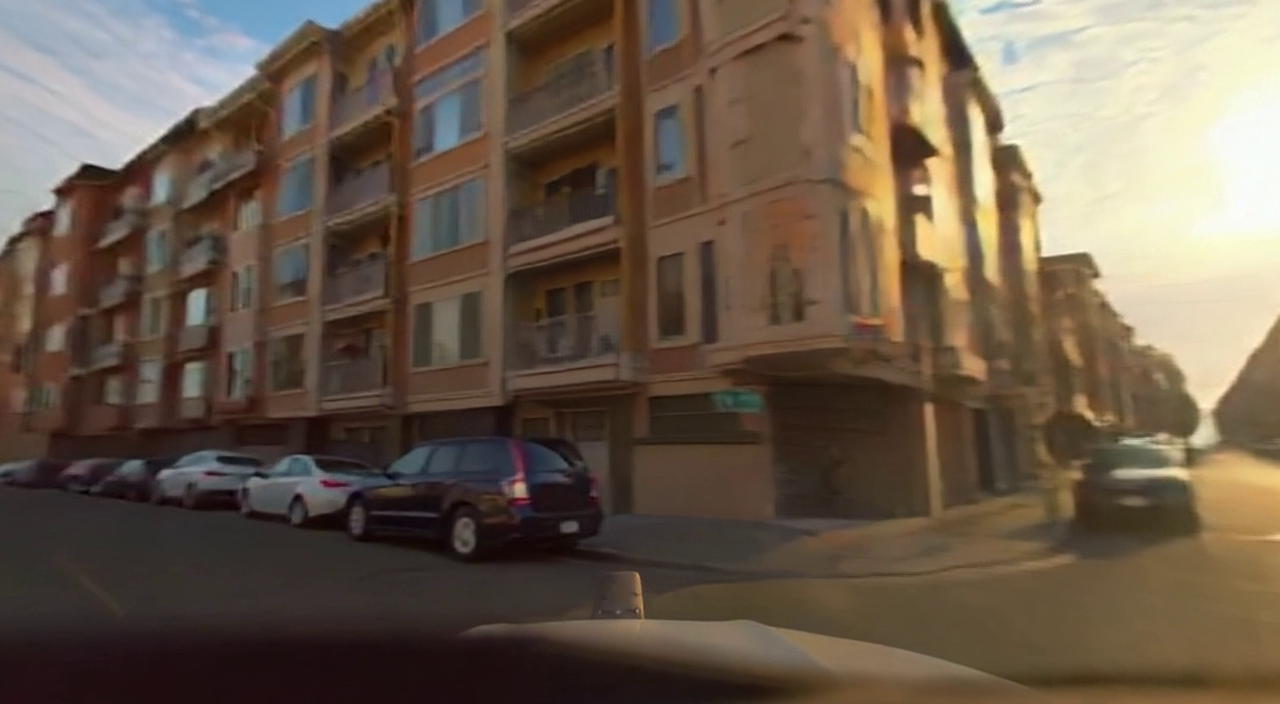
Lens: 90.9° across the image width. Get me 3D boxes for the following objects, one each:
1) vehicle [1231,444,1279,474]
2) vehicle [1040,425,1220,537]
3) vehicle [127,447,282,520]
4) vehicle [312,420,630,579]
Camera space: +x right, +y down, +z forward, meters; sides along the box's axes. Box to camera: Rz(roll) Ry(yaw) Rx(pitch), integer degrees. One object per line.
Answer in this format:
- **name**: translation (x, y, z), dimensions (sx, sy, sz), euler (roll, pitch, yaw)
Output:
- **vehicle**: translation (37.108, 6.346, 37.607), dimensions (2.341, 1.675, 4.360), euler (-8, -11, 40)
- **vehicle**: translation (7.948, 1.979, 10.291), dimensions (1.882, 1.459, 3.518), euler (-7, -10, 38)
- **vehicle**: translation (-11.482, 3.327, 16.503), dimensions (4.543, 1.595, 1.968), euler (-7, -10, 38)
- **vehicle**: translation (-2.560, 1.875, 8.899), dimensions (4.679, 1.631, 2.025), euler (-8, -11, 40)
